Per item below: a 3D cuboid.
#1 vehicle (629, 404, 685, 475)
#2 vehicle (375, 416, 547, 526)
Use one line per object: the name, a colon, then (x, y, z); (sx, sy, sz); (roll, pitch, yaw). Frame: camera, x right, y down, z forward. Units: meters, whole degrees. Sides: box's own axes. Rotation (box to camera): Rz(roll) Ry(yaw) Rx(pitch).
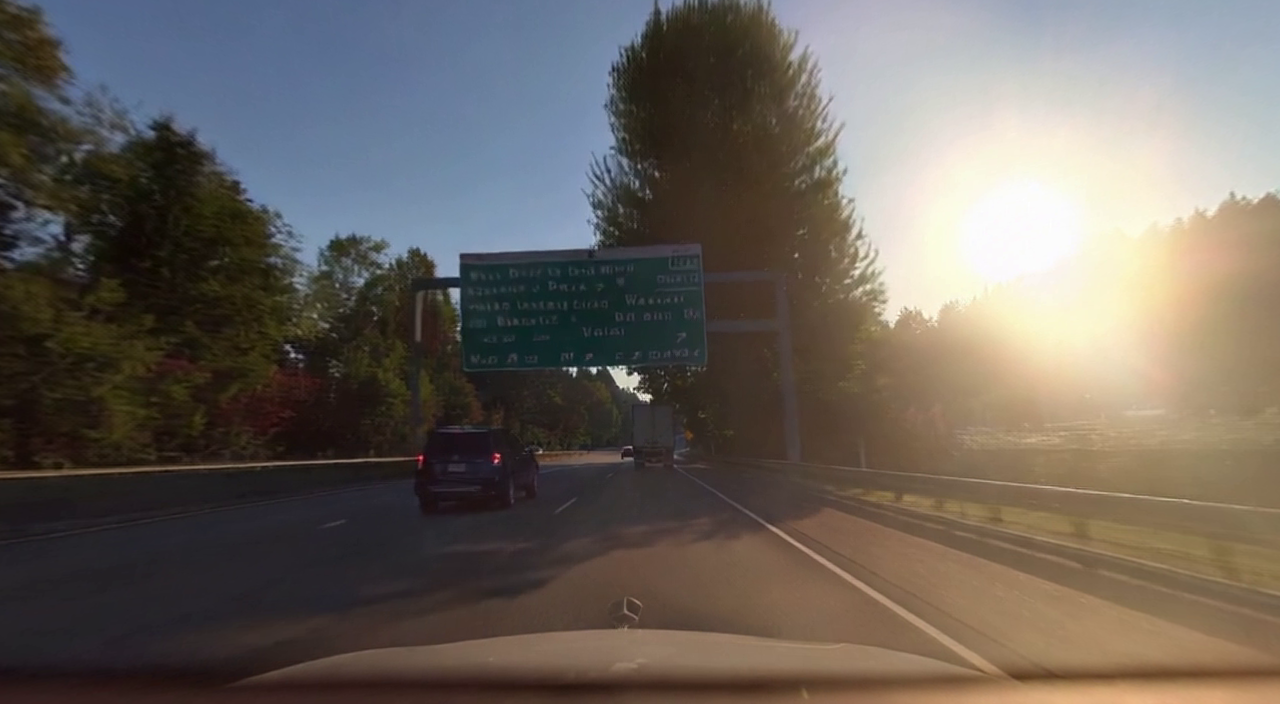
vehicle: (0.973, 5.701, 40.333); (2.976, 3.800, 12.335); (0, -9, 1)
vehicle: (-3.564, 2.530, 13.866); (2.226, 1.933, 5.179); (0, -9, 0)
